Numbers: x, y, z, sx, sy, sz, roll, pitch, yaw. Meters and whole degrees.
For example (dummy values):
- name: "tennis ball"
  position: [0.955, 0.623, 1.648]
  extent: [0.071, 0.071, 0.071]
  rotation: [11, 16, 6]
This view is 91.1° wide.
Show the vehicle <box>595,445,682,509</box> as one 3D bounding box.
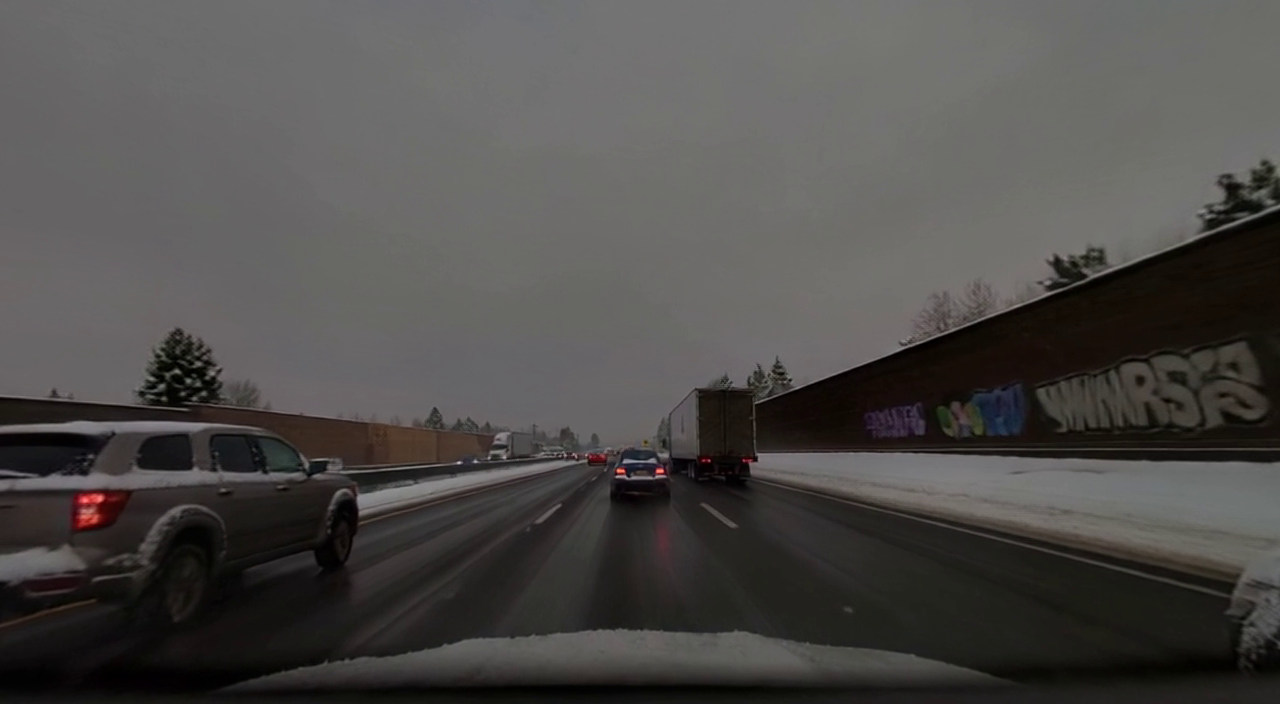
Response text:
- name: "vehicle"
  position: [-0.074, 3.229, 16.727]
  extent: [2.033, 1.468, 4.015]
  rotation: [0, -9, -1]

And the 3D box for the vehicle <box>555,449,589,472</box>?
- name: "vehicle"
  position: [-4.876, 7.837, 45.593]
  extent: [2.067, 1.481, 4.085]
  rotation: [0, -9, 0]

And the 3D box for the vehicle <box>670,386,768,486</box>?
- name: "vehicle"
  position: [3.543, 4.477, 32.835]
  extent: [2.902, 4.014, 14.446]
  rotation: [0, -9, -1]

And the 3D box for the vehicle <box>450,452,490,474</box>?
- name: "vehicle"
  position: [-12.350, 8.077, 45.904]
  extent: [1.840, 1.447, 3.868]
  rotation: [0, -9, 0]

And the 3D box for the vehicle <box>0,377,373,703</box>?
- name: "vehicle"
  position: [-4.401, 1.361, 5.625]
  extent: [1.988, 1.750, 4.711]
  rotation: [0, -9, -1]
